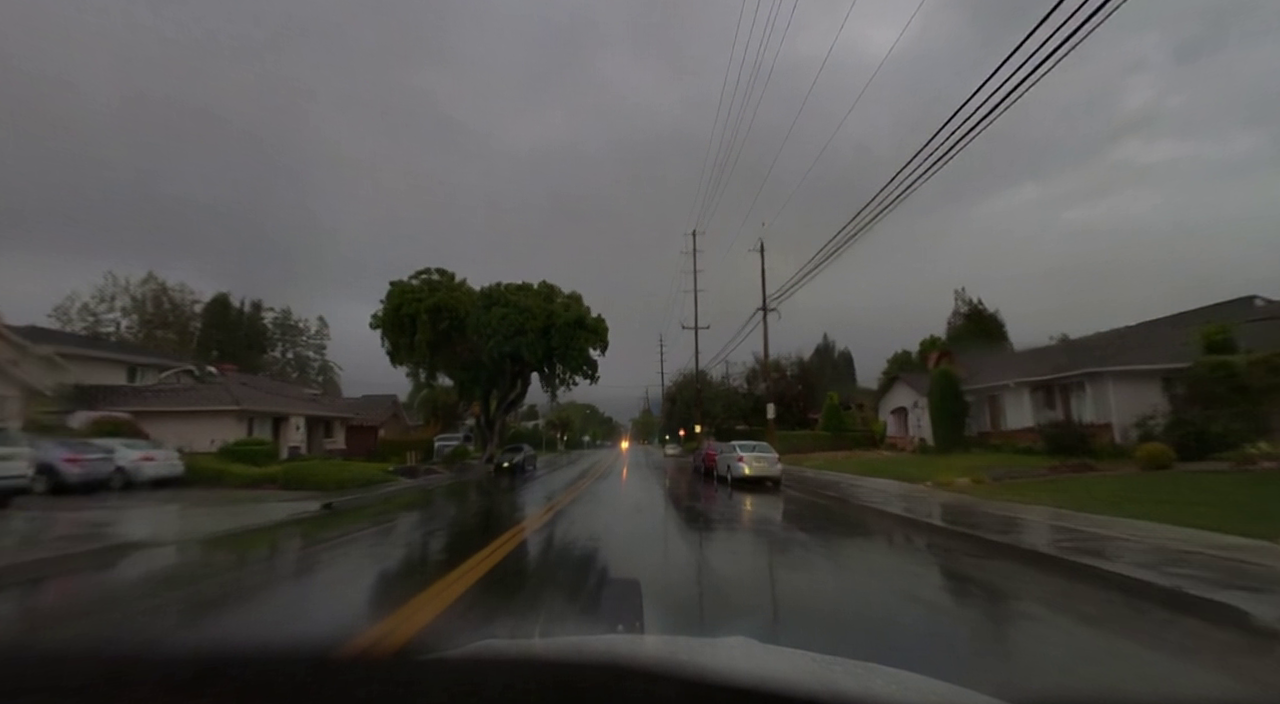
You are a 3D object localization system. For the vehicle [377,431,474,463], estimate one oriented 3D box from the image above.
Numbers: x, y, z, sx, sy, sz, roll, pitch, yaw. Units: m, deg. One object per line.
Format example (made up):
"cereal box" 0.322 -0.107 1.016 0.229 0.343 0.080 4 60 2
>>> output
"vehicle" -14.347 6.385 42.337 5.681 2.094 2.344 0 -8 1

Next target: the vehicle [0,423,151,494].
"vehicle" -15.509 2.691 16.013 4.369 1.671 1.990 0 -8 -3

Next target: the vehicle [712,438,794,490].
"vehicle" 3.707 3.748 21.494 1.917 1.569 4.460 0 -8 -1

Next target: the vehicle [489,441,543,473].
"vehicle" -6.531 5.556 33.687 1.985 1.497 4.655 -2 -8 -1
